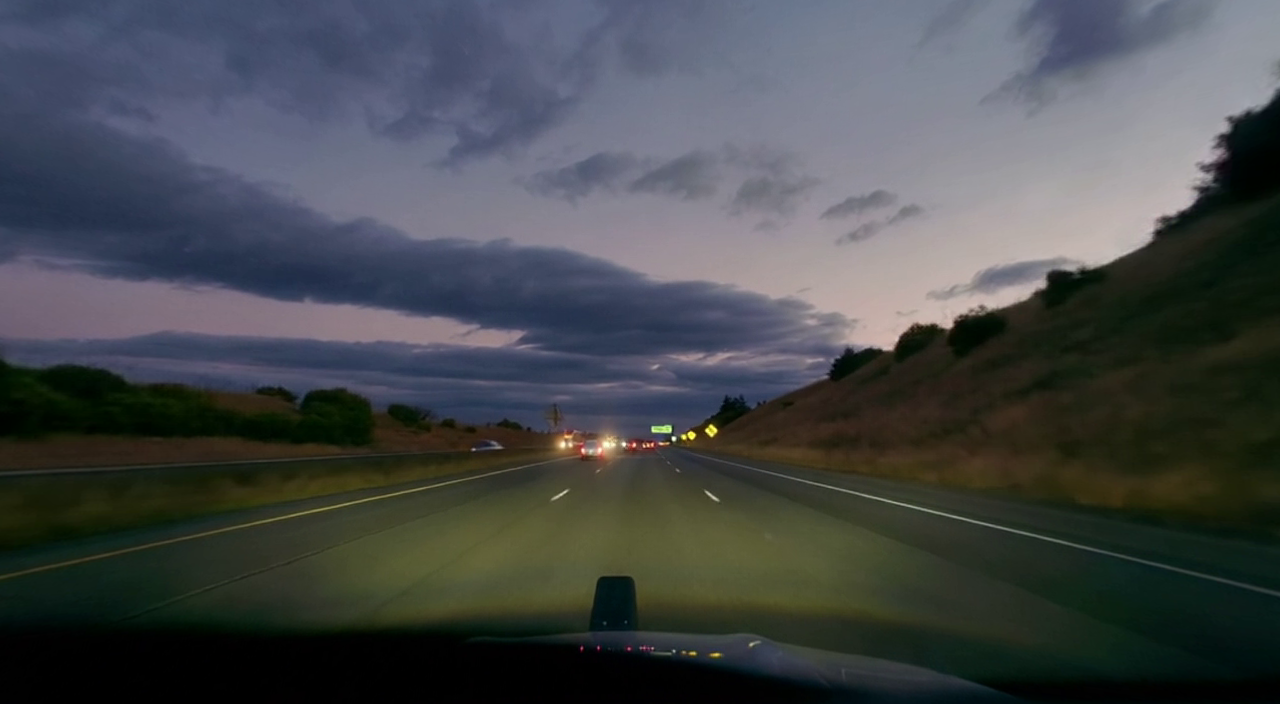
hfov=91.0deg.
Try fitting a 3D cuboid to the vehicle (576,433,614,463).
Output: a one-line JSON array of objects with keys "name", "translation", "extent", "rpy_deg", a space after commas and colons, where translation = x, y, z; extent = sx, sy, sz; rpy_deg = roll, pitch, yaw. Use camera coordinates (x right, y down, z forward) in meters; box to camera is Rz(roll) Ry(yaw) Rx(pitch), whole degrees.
[{"name": "vehicle", "translation": [-3.194, 6.898, 45.403], "extent": [2.286, 2.011, 4.452], "rpy_deg": [0, -8, 1]}]
